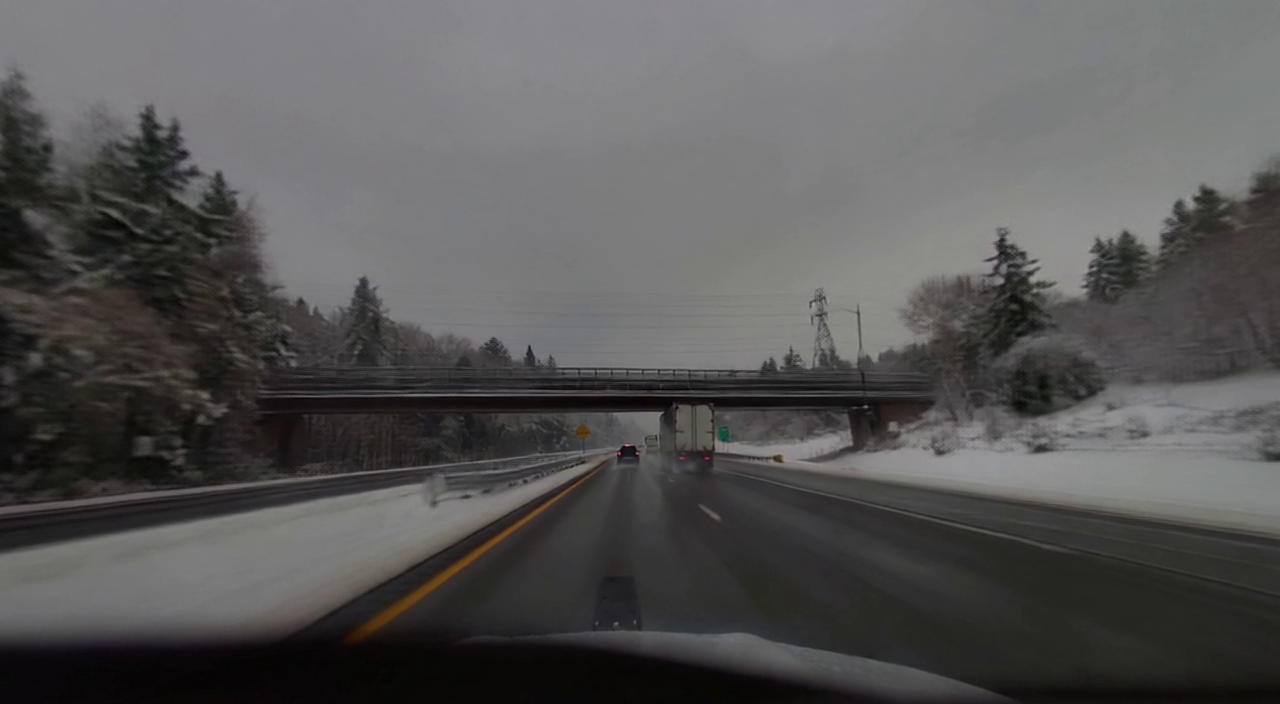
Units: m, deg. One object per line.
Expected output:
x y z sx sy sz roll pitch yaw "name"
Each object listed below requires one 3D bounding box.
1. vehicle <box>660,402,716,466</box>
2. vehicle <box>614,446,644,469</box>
3.450 6.599 49.246 2.956 4.281 14.327 0 -9 -1 "vehicle"
-0.745 7.062 42.099 1.961 1.454 3.755 0 -9 -1 "vehicle"
